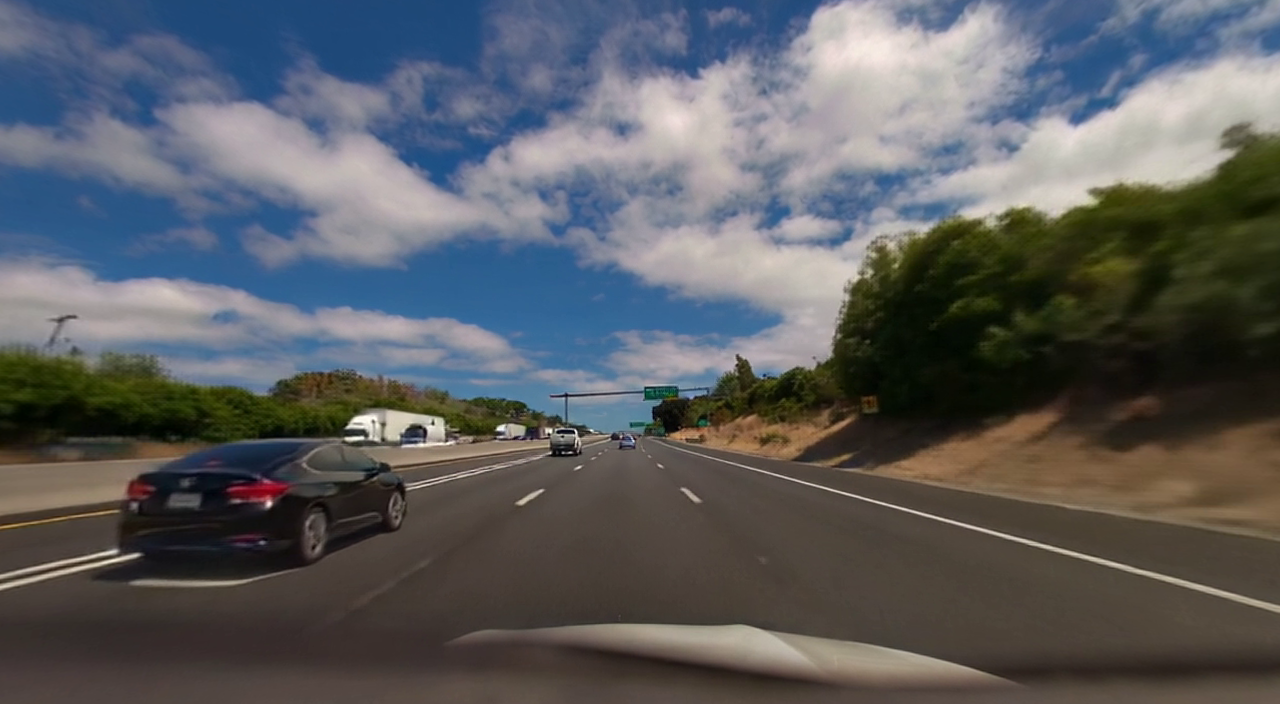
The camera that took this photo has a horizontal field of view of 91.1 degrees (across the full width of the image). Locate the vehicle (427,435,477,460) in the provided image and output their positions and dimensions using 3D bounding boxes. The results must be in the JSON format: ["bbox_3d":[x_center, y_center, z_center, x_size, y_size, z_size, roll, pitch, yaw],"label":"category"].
[{"bbox_3d":[-13.225,6.703,44.548,2.064,1.646,4.738,0,-8,0],"label":"vehicle"}]

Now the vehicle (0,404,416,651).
[{"bbox_3d":[-3.925,1.398,6.133,1.953,1.550,4.167,0,-8,0],"label":"vehicle"}]

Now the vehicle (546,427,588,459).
[{"bbox_3d":[-4.641,5.854,40.589,2.115,1.887,4.721,0,-8,0],"label":"vehicle"}]
